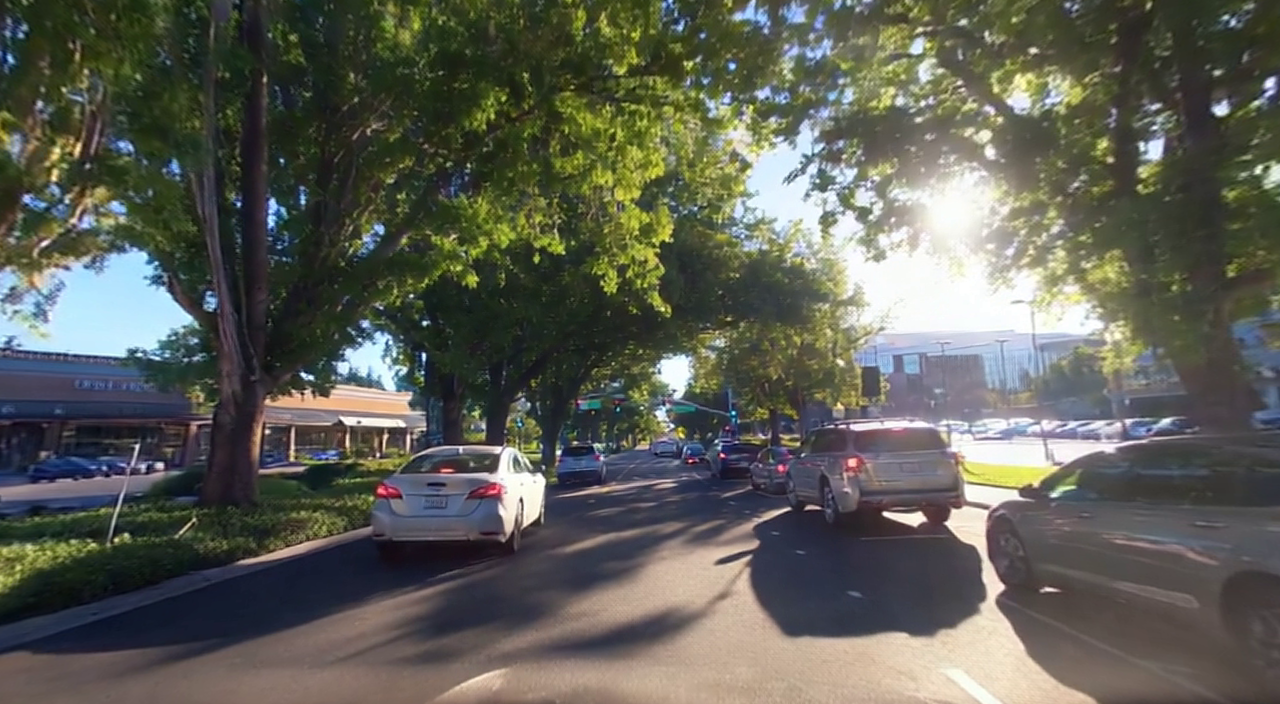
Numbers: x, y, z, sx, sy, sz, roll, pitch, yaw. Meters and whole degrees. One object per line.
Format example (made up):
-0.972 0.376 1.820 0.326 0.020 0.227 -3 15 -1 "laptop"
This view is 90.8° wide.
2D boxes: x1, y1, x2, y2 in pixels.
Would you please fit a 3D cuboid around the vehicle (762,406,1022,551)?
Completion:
3.883 2.093 11.237 2.324 1.907 5.634 0 -9 0 "vehicle"

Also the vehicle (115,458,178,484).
-29.573 7.086 37.857 3.527 1.390 1.681 -5 -10 30 "vehicle"

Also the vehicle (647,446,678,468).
1.606 7.524 45.566 2.095 1.473 4.301 0 -9 1 "vehicle"

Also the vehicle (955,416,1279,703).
4.098 1.200 3.956 1.904 1.494 4.864 0 -9 2 "vehicle"

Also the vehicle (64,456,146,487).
-29.959 6.628 35.346 4.127 1.583 1.978 -5 -10 28 "vehicle"

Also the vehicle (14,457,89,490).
-30.217 6.182 32.413 3.865 1.499 1.804 -6 -10 33 "vehicle"

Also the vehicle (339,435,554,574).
-2.416 2.003 9.143 1.968 1.497 4.286 0 -9 -3 "vehicle"

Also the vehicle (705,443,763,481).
4.025 4.773 27.718 1.910 1.493 4.490 0 -9 1 "vehicle"
